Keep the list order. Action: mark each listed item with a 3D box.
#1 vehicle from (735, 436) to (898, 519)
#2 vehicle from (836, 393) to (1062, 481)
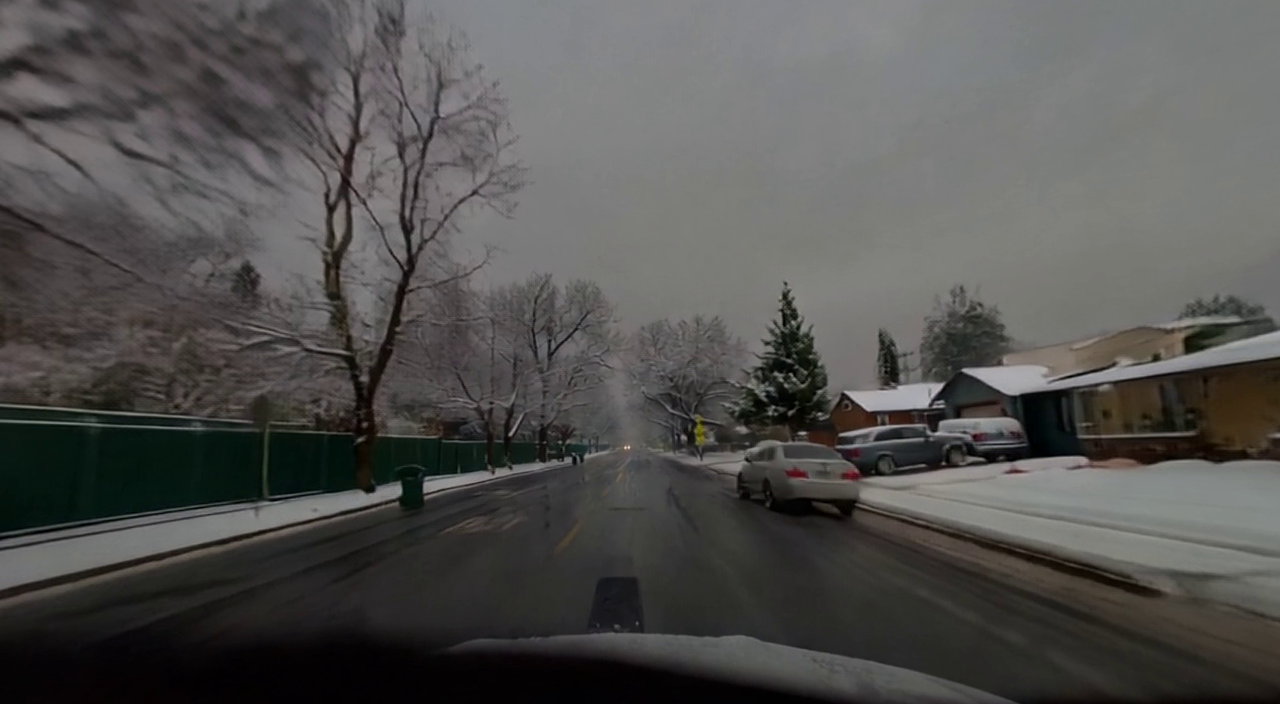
[{"bbox_3d":[3.674,2.712,14.324,2.051,1.524,5.047,0,-8,-2],"label":"vehicle"},{"bbox_3d":[9.749,2.761,20.367,5.935,1.911,2.236,-7,-10,-1],"label":"vehicle"}]
